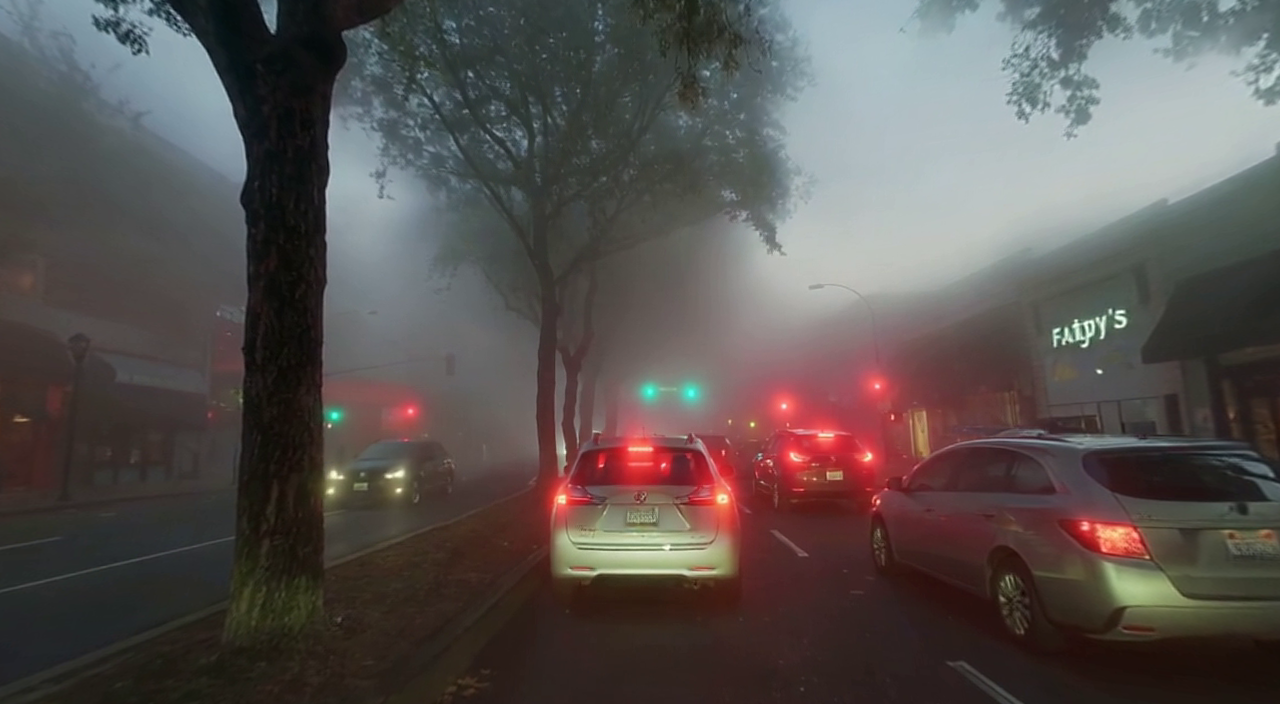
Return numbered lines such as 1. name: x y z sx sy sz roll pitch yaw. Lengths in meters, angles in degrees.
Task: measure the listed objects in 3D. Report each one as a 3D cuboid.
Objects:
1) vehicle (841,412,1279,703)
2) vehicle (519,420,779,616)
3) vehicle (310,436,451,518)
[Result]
1. vehicle: 3.392 1.374 5.398 1.988 1.480 4.195 0 -9 0
2. vehicle: 0.057 1.553 6.720 2.006 1.487 3.535 0 -9 0
3. vehicle: -5.694 2.764 14.572 1.898 1.542 4.689 1 -9 -9
